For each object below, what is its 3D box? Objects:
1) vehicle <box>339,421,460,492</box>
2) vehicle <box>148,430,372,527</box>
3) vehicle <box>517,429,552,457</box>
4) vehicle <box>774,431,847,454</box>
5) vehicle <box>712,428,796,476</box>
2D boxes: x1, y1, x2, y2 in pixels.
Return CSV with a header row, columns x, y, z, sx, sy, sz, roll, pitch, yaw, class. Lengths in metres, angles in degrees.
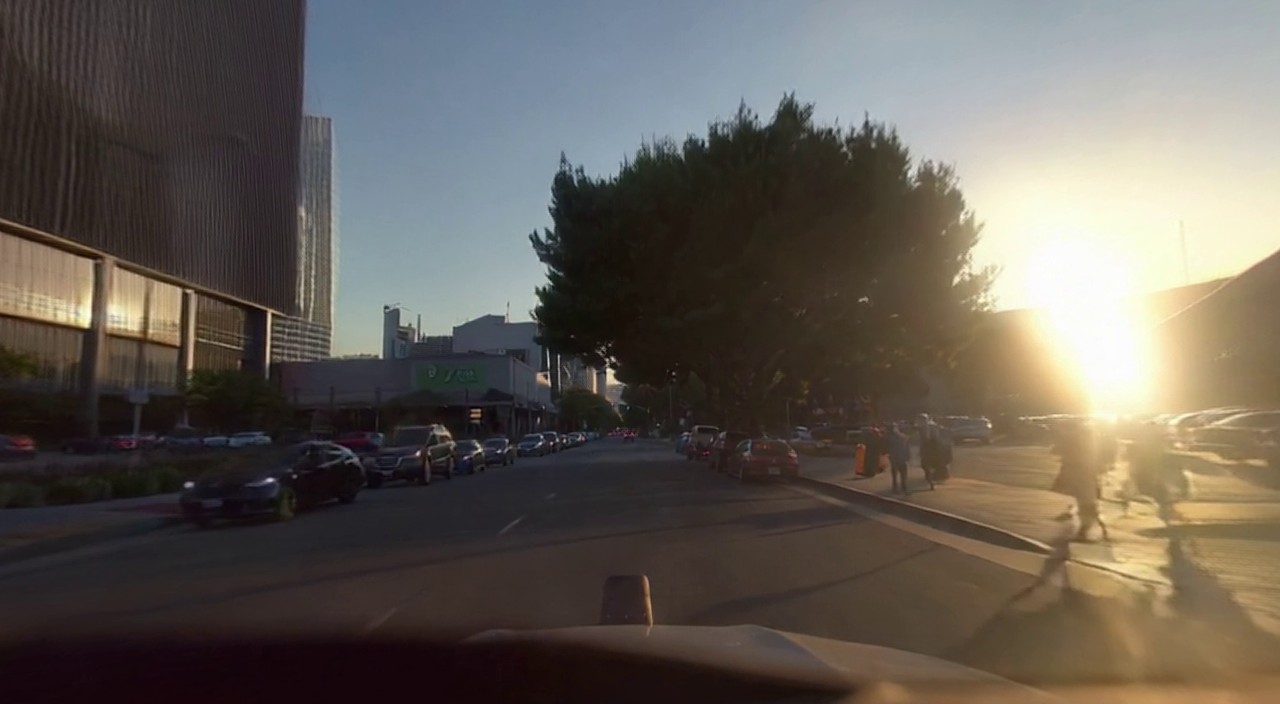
x,y,z,sx,sy,sz,roll,pitch,yaw,class
-7.303,3.163,19.776,2.238,1.891,4.780,-1,-7,-4,vehicle
-7.244,2.393,12.732,1.917,1.487,4.659,-2,-8,-4,vehicle
-7.702,6.788,46.504,1.996,1.770,5.518,-2,-10,-4,vehicle
11.928,6.354,44.136,4.499,1.558,2.007,-5,-9,28,vehicle
3.892,3.520,22.452,1.973,1.494,4.867,0,-8,-1,vehicle
